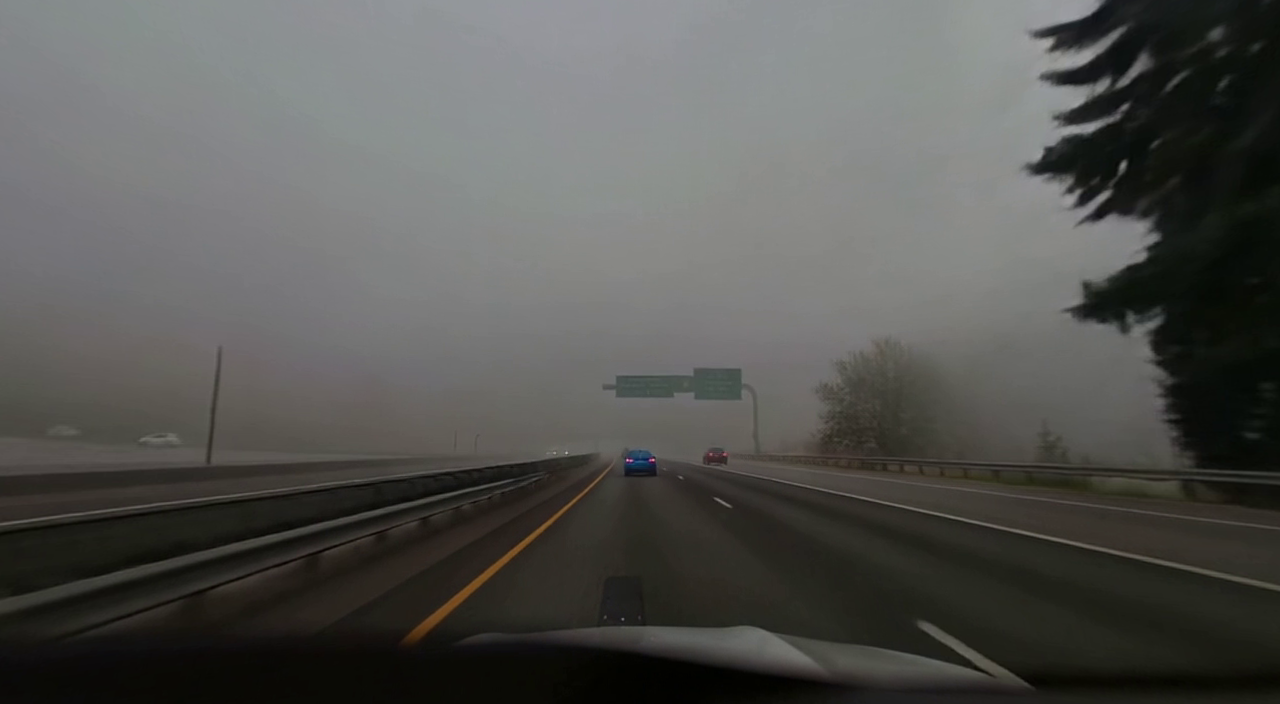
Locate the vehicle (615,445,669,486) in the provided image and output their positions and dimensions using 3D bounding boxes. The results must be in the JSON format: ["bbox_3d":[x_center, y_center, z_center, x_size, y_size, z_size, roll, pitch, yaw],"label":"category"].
[{"bbox_3d":[0.035,4.662,26.235,2.069,1.523,4.012,0,-9,-1],"label":"vehicle"}]
